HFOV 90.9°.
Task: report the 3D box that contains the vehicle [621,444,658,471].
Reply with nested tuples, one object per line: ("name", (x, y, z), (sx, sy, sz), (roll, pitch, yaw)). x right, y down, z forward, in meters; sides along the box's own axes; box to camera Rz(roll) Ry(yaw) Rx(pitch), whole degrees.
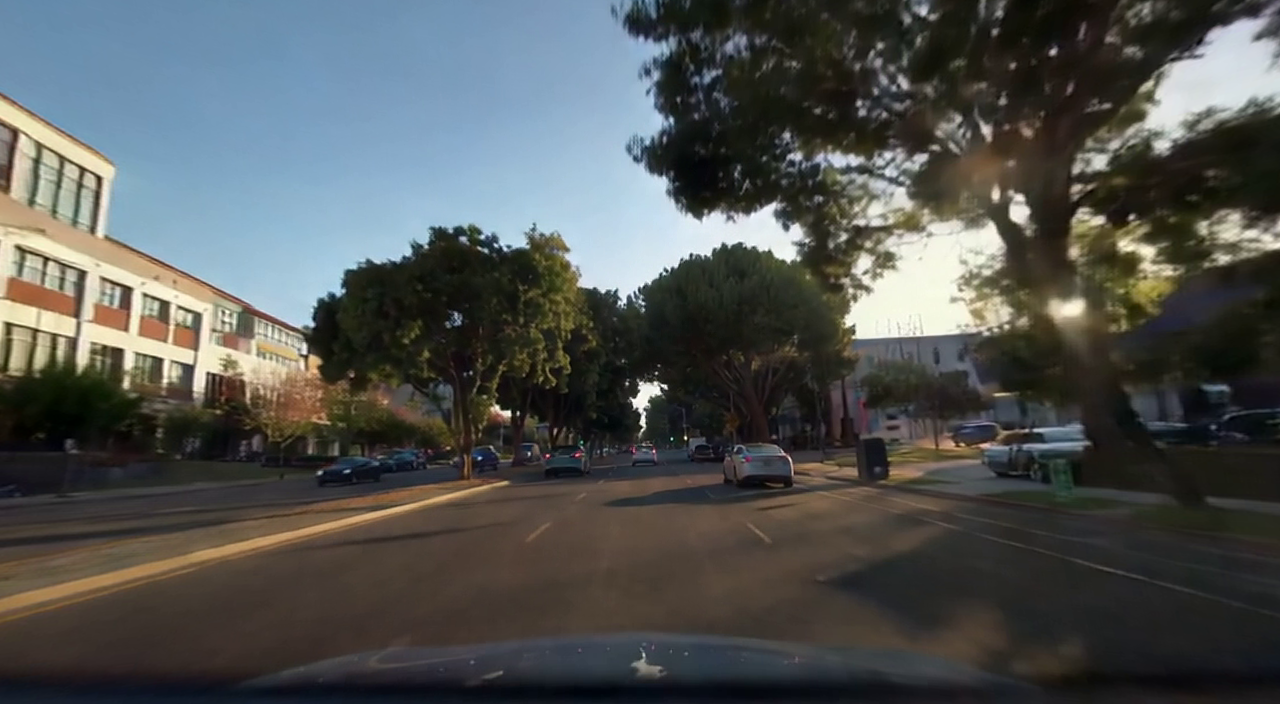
("vehicle", (-0.028, 6.291, 37.849), (2.101, 1.480, 3.929), (0, -8, 0))

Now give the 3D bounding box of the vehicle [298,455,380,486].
("vehicle", (-15.888, 6.252, 33.575), (2.018, 1.465, 4.672), (0, -8, 1))

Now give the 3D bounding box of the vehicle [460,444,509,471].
("vehicle", (-12.106, 8.231, 49.417), (2.296, 1.941, 5.816), (0, -8, 1))

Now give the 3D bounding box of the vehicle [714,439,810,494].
("vehicle", (3.635, 3.493, 19.656), (1.990, 1.486, 4.431), (0, -8, -1))

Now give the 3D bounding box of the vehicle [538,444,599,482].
("vehicle", (-2.982, 4.739, 27.245), (2.082, 1.467, 4.379), (0, -8, 1))
